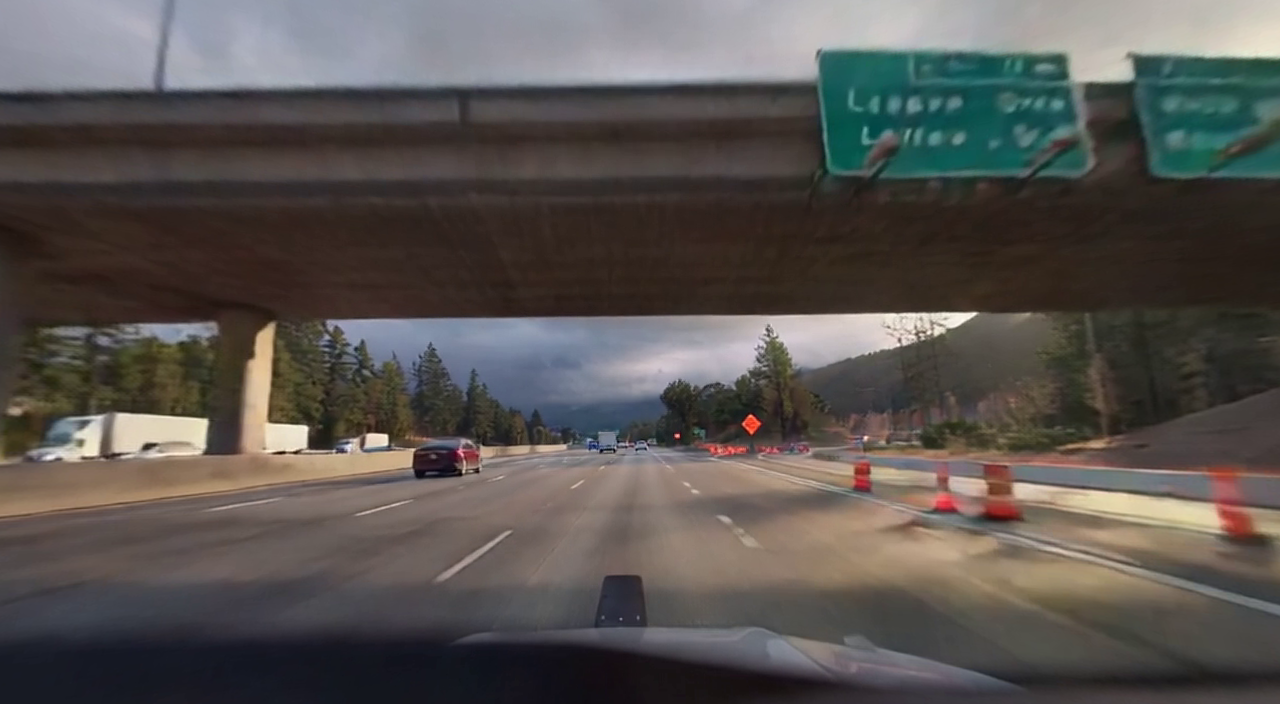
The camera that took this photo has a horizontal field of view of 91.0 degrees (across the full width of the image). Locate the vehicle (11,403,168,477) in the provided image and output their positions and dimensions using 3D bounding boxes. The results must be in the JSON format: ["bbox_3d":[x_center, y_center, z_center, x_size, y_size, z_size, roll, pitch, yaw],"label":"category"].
[{"bbox_3d":[-29.937,4.853,34.669,3.023,3.710,5.853,0,-8,2],"label":"vehicle"}]

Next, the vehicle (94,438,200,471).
[{"bbox_3d":[-25.828,5.369,33.205,1.832,1.611,4.353,-1,-9,4],"label":"vehicle"}]

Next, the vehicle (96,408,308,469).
[{"bbox_3d":[-29.908,6.295,45.114,2.884,3.515,17.319,0,-9,0],"label":"vehicle"}]

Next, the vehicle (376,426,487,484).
[{"bbox_3d":[-7.015,3.544,21.901,2.103,1.775,4.966,0,-8,1],"label":"vehicle"}]
